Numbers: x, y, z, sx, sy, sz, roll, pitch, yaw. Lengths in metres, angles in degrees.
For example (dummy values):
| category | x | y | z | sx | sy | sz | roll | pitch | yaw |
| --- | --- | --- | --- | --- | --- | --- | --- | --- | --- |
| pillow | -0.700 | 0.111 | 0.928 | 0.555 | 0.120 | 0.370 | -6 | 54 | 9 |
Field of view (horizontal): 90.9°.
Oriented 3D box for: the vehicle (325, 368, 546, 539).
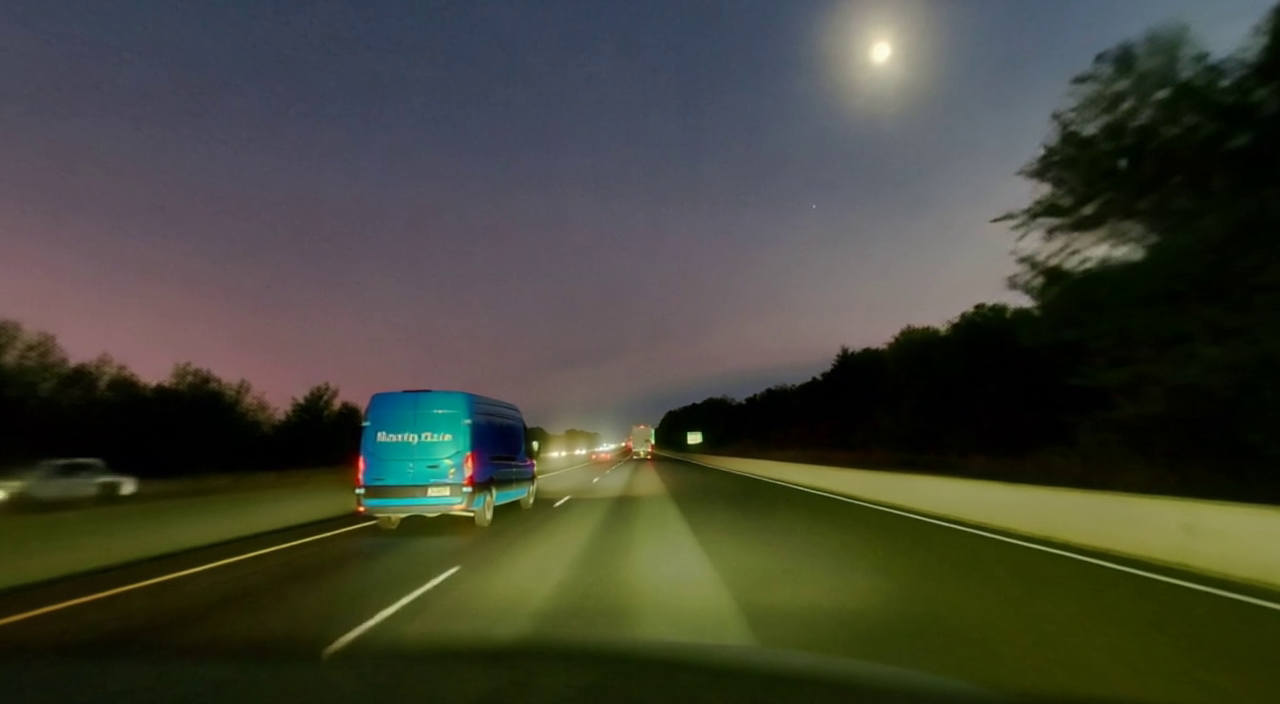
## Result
| category | x | y | z | sx | sy | sz | roll | pitch | yaw |
| --- | --- | --- | --- | --- | --- | --- | --- | --- | --- |
| vehicle | -3.672 | 2.079 | 13.306 | 2.320 | 2.636 | 7.021 | 0 | -9 | 0 |
